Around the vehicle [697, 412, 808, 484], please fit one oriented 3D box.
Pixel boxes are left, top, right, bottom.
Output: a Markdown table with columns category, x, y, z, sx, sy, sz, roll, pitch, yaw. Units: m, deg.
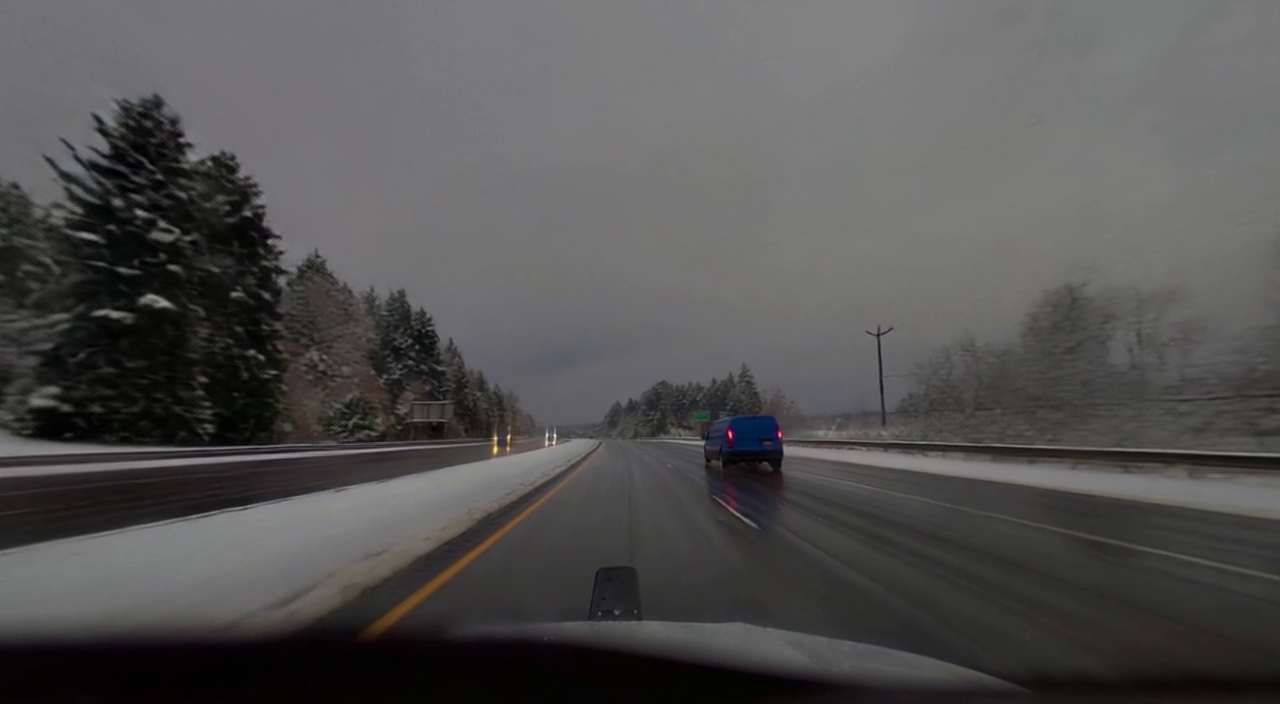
| category | x | y | z | sx | sy | sz | roll | pitch | yaw |
| --- | --- | --- | --- | --- | --- | --- | --- | --- | --- |
| vehicle | 3.075 | 2.754 | 18.392 | 2.240 | 1.801 | 4.545 | 0 | -8 | -2 |
